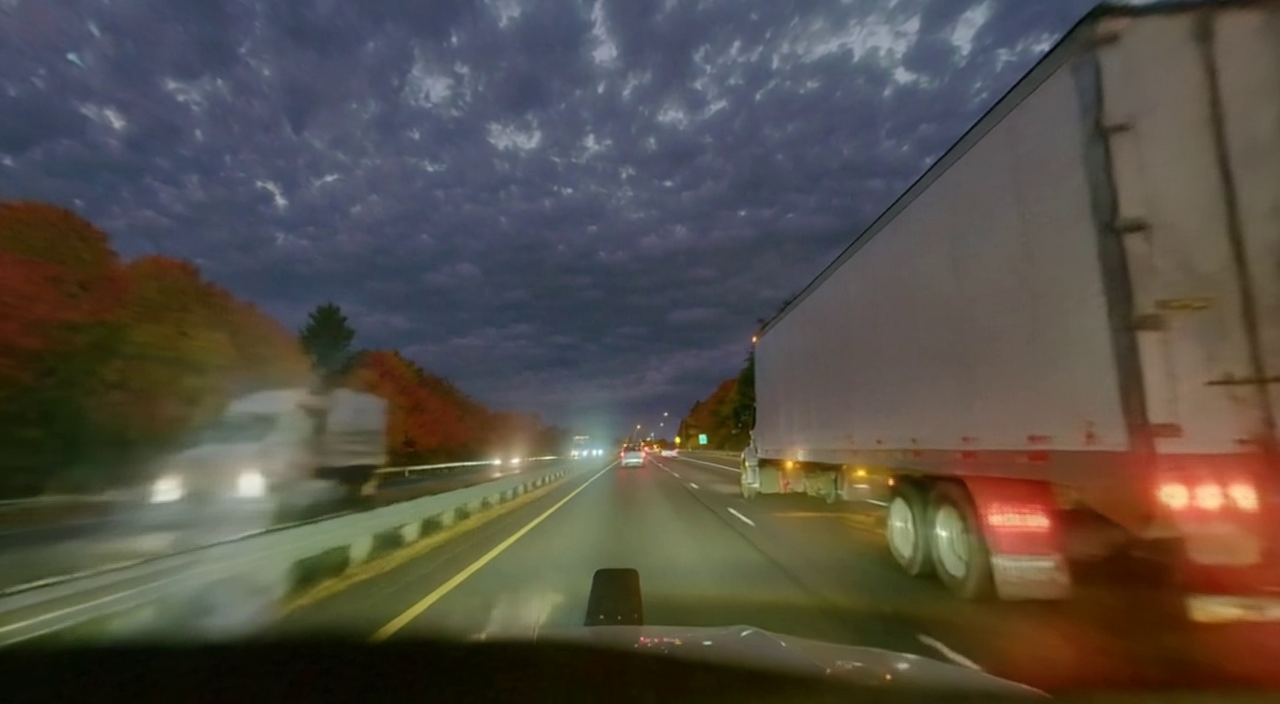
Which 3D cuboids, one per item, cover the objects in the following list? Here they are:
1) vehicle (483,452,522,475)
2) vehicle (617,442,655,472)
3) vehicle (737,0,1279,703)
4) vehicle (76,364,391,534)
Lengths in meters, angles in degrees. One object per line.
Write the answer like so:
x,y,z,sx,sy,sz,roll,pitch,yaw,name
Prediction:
-9.603,7.822,44.094,1.841,1.503,3.978,-1,-9,0,vehicle
-0.259,6.359,38.194,2.151,1.693,4.201,0,-9,-1,vehicle
4.217,0.729,9.837,3.068,4.042,13.787,0,-9,0,vehicle
-9.010,2.374,15.363,2.775,3.102,7.295,-1,-9,0,vehicle
